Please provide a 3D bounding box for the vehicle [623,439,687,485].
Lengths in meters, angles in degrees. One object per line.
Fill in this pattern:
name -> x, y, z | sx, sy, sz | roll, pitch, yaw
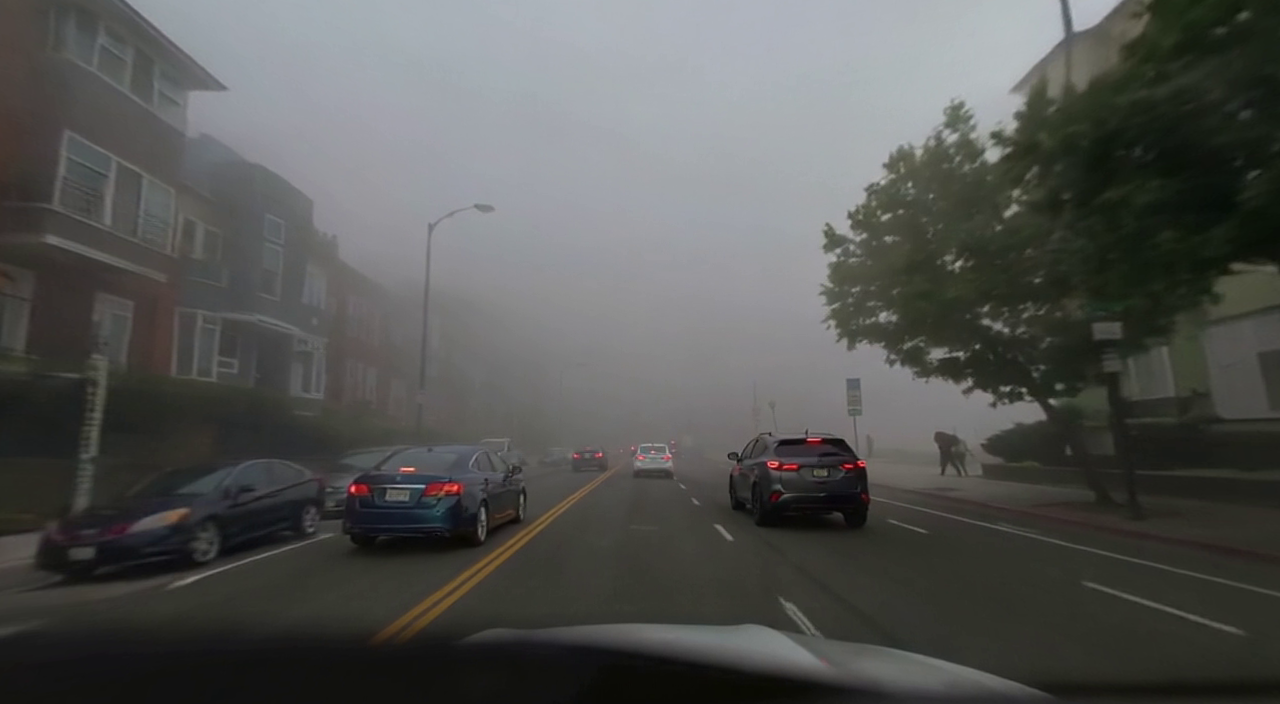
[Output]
vehicle -> 0.510, 3.988, 23.182 | 2.139, 1.466, 4.373 | -1, -8, 0

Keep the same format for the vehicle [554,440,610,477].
vehicle -> -2.551, 4.853, 28.927 | 2.019, 1.507, 4.643 | -1, -8, 2

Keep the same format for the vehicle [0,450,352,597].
vehicle -> -5.727, 2.018, 8.315 | 1.920, 1.387, 4.056 | -1, -8, 0

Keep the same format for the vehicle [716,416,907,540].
vehicle -> 2.683, 2.104, 11.116 | 2.094, 1.709, 4.394 | -1, -8, 0

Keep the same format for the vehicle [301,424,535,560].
vehicle -> -3.031, 2.000, 9.692 | 2.085, 1.619, 3.976 | -1, -8, 1
